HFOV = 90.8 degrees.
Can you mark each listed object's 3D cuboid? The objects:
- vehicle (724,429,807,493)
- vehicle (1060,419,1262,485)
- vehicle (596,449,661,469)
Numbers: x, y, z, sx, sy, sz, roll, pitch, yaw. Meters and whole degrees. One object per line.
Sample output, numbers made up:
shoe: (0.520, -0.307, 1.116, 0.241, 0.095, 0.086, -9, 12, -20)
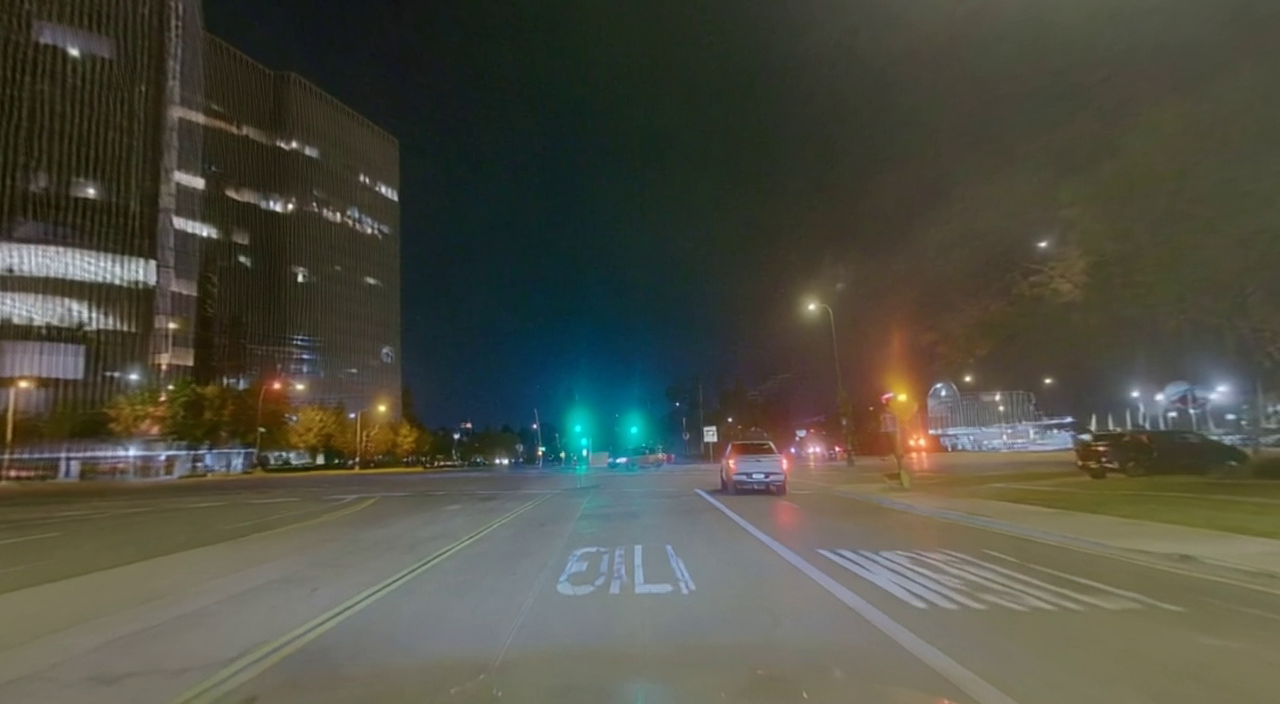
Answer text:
vehicle: (4.205, 3.741, 22.093, 2.402, 1.922, 5.677, -1, -9, 7)
vehicle: (17.680, 3.397, 21.723, 4.765, 1.678, 2.228, -5, -4, 7)
vehicle: (-0.878, 8.165, 48.410, 4.633, 1.467, 1.842, -4, -9, 23)
